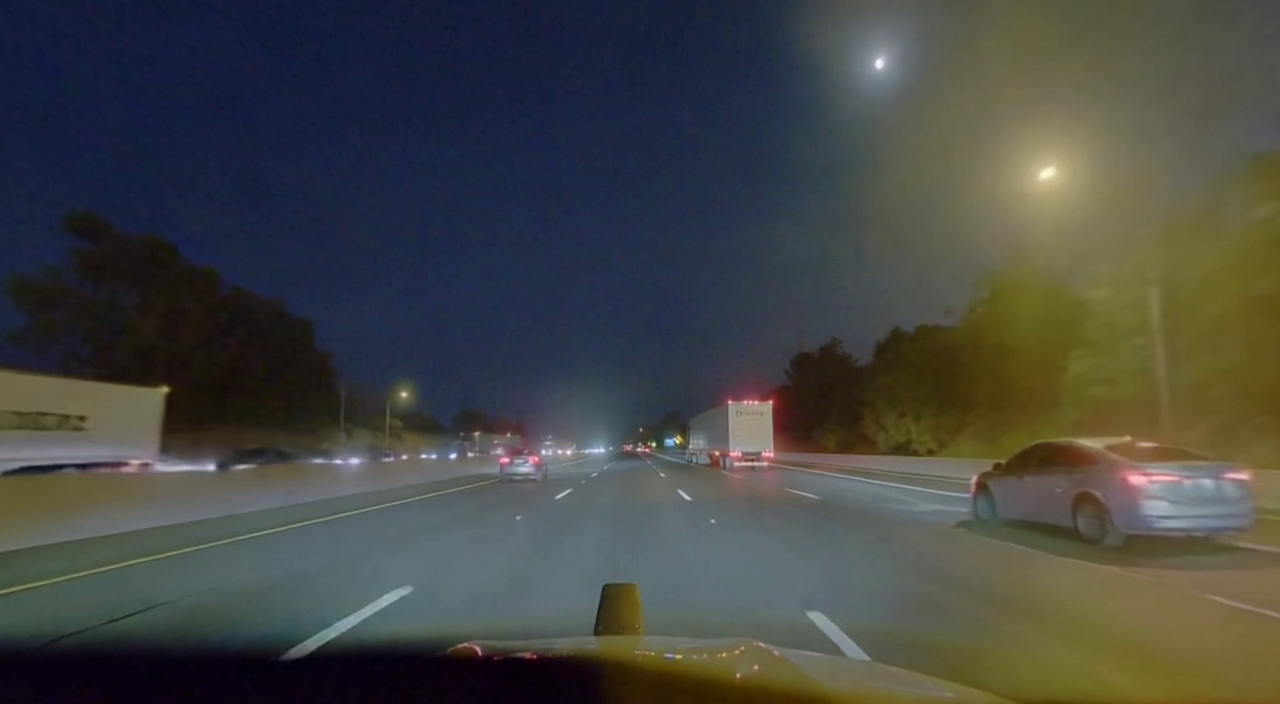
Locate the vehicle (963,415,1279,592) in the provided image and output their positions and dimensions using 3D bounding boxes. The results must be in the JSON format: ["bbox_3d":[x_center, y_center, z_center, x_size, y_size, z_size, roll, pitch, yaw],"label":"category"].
[{"bbox_3d":[6.395,1.767,8.222,1.991,1.647,4.409,0,-9,-1],"label":"vehicle"}]

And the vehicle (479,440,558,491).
[{"bbox_3d":[-4.248,4.042,22.821,2.027,1.651,4.099,0,-9,0],"label":"vehicle"}]

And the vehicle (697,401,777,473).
[{"bbox_3d":[6.465,6.219,45.292,2.919,4.195,15.833,0,-9,-1],"label":"vehicle"}]

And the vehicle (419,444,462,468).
[{"bbox_3d":[-13.527,7.084,43.103,1.734,1.554,3.743,0,-9,-1],"label":"vehicle"}]

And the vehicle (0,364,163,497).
[{"bbox_3d":[-20.572,2.193,17.888,2.870,3.936,14.771,0,-9,-1],"label":"vehicle"}]

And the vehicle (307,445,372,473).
[{"bbox_3d":[-17.527,6.248,37.032,1.975,1.557,3.814,0,-9,-1],"label":"vehicle"}]
